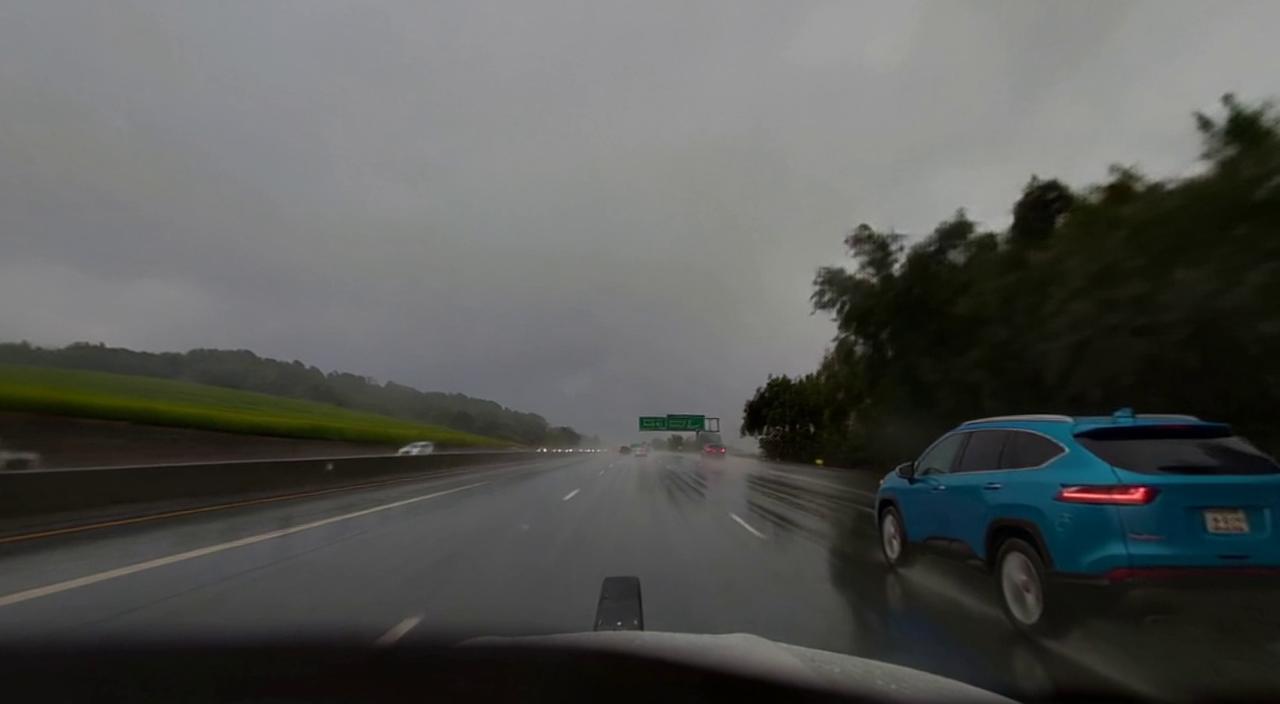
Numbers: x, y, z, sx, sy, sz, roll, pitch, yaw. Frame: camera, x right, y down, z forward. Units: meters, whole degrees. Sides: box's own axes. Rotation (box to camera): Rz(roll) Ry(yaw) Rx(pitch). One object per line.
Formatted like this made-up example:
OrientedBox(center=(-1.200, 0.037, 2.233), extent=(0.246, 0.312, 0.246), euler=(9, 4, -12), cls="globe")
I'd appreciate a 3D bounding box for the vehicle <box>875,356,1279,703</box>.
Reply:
OrientedBox(center=(3.577, 1.191, 4.868), extent=(1.784, 1.733, 4.141), euler=(0, -9, -1), cls="vehicle")
